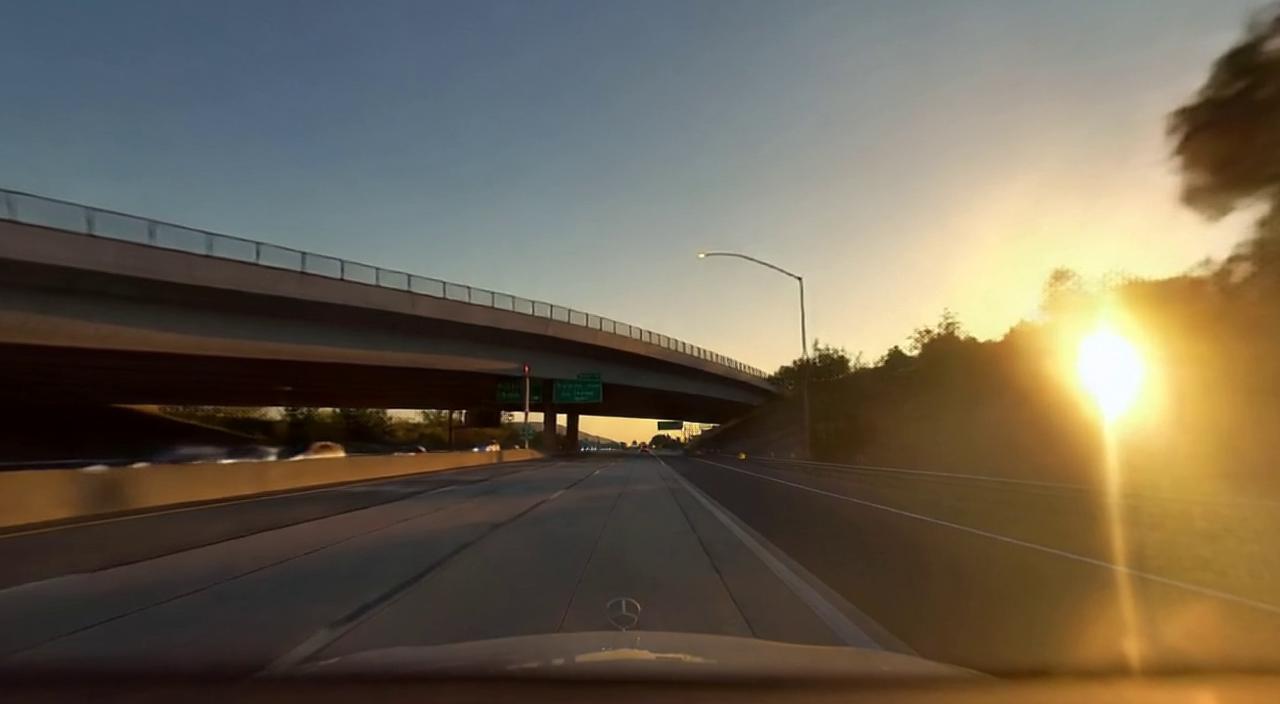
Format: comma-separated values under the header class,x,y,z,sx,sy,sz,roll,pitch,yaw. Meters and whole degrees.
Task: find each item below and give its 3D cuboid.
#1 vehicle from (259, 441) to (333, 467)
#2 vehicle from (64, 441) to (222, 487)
class,x,y,z,sx,sy,sz,roll,pitch,yaw
vehicle,-21.148,6.275,39.108,1.919,1.499,4.719,0,-8,0
vehicle,-17.997,4.036,23.228,1.934,1.490,4.775,0,-8,0
